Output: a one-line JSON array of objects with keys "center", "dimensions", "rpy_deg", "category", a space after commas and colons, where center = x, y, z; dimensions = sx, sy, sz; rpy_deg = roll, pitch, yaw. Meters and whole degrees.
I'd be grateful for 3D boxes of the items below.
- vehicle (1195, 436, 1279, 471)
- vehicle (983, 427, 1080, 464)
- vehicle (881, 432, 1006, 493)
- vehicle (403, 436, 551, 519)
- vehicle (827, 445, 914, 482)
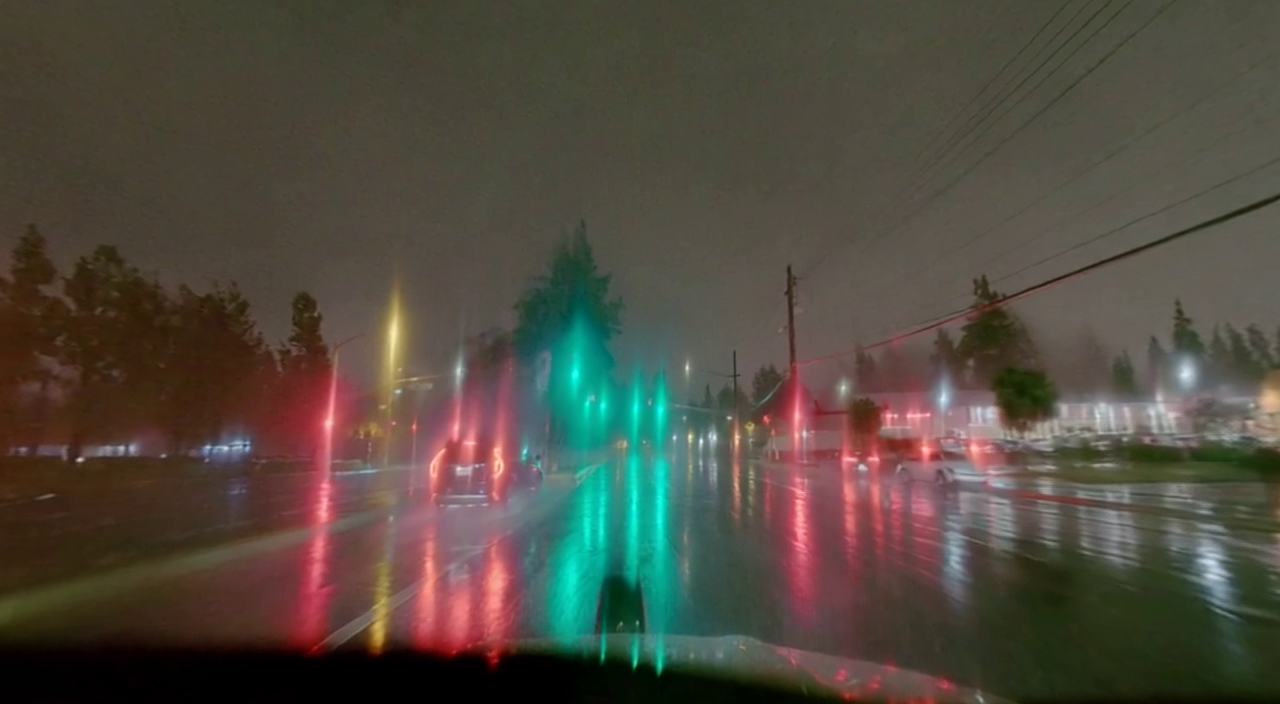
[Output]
[{"center": [28.878, 4.703, 29.463], "dimensions": [1.891, 1.504, 4.551], "rpy_deg": [0, -8, 1], "category": "vehicle"}, {"center": [26.766, 6.434, 43.642], "dimensions": [2.320, 2.321, 7.026], "rpy_deg": [0, -8, 1], "category": "vehicle"}, {"center": [10.337, 3.776, 22.026], "dimensions": [1.998, 1.862, 4.658], "rpy_deg": [0, -8, 0], "category": "vehicle"}, {"center": [-3.202, 2.538, 13.335], "dimensions": [2.185, 1.473, 3.925], "rpy_deg": [0, -8, -2], "category": "vehicle"}, {"center": [10.158, 4.928, 28.258], "dimensions": [1.987, 1.487, 4.753], "rpy_deg": [0, -8, -2], "category": "vehicle"}]
